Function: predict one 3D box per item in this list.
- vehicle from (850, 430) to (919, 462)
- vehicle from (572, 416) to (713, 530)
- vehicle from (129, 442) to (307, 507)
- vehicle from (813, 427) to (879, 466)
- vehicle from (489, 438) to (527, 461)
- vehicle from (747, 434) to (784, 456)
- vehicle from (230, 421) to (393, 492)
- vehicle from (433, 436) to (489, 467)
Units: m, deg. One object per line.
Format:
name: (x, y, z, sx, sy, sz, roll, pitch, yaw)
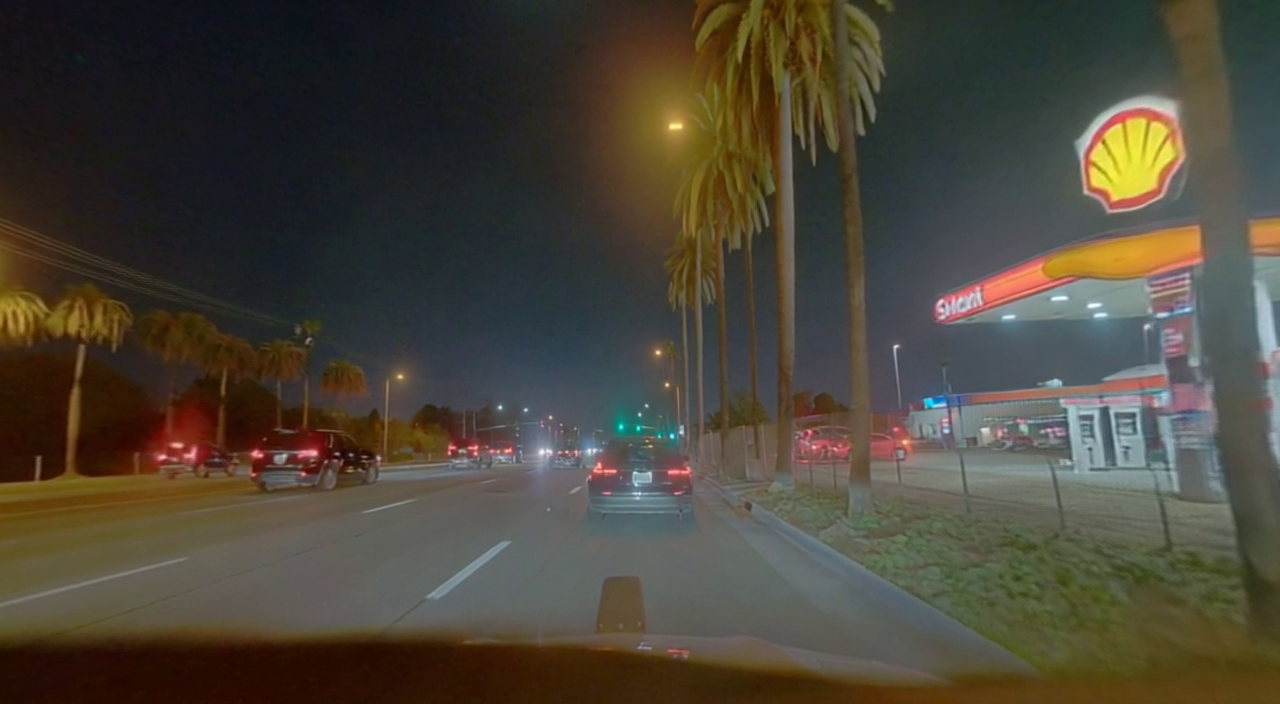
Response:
vehicle: (12.075, 4.687, 31.252, 1.681, 1.503, 3.781, 1, -8, -4)
vehicle: (0.069, 2.133, 11.531, 2.121, 1.710, 3.893, 0, -8, 1)
vehicle: (-10.038, 2.900, 15.306, 1.924, 1.384, 3.426, 0, -8, 0)
vehicle: (8.246, 3.760, 24.958, 1.837, 1.416, 3.947, -4, -9, 27)
vehicle: (-10.442, 7.762, 49.897, 1.998, 1.731, 4.952, 0, -8, -1)
vehicle: (9.160, 6.835, 46.167, 1.929, 1.496, 4.245, 0, -8, 0)
vehicle: (-10.045, 3.248, 19.876, 2.269, 1.934, 5.350, 0, -8, 0)
vehicle: (-10.556, 5.900, 37.384, 1.965, 1.743, 4.327, 0, -8, 1)
